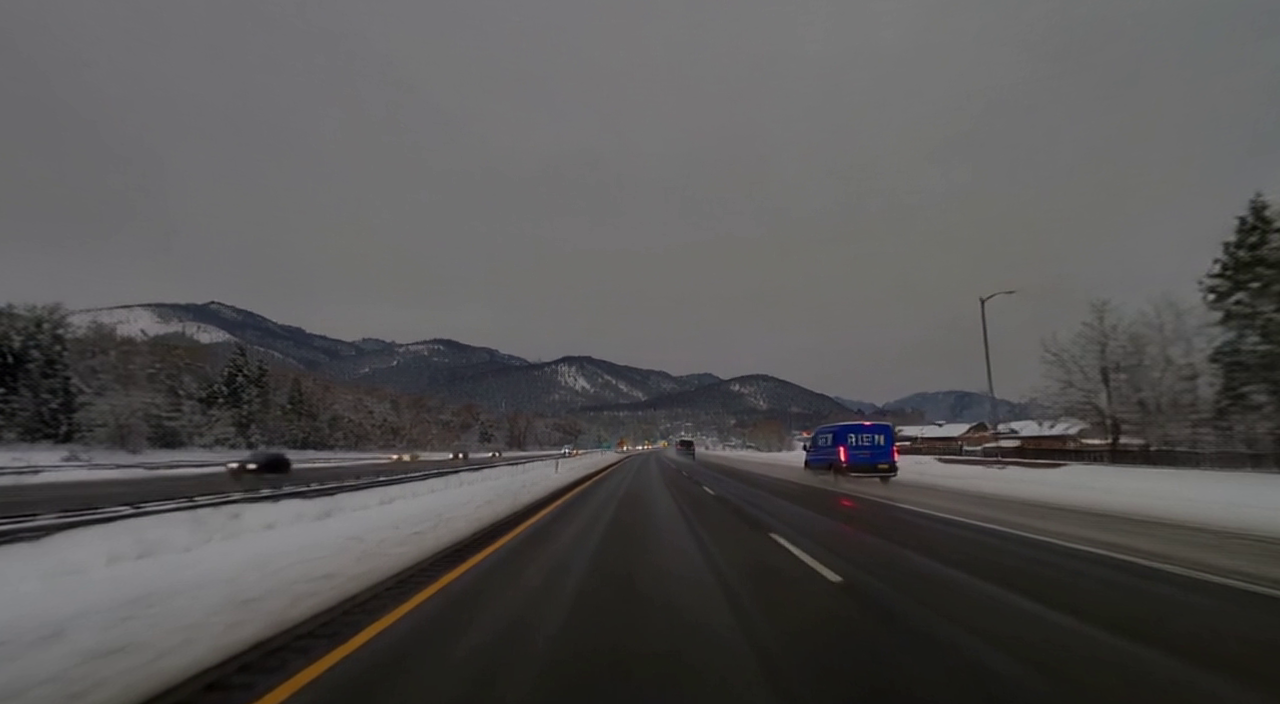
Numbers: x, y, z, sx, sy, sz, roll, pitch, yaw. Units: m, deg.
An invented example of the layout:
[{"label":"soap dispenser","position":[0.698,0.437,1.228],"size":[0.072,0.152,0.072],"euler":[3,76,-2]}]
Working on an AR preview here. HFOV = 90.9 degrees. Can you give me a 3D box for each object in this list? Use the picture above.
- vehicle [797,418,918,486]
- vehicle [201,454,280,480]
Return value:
[{"label":"vehicle","position":[7.422,3.491,22.332],"size":[2.275,2.059,5.543],"euler":[0,-8,0]},{"label":"vehicle","position":[-25.051,7.183,39.741],"size":[1.872,1.450,4.701],"euler":[0,-8,0]}]
